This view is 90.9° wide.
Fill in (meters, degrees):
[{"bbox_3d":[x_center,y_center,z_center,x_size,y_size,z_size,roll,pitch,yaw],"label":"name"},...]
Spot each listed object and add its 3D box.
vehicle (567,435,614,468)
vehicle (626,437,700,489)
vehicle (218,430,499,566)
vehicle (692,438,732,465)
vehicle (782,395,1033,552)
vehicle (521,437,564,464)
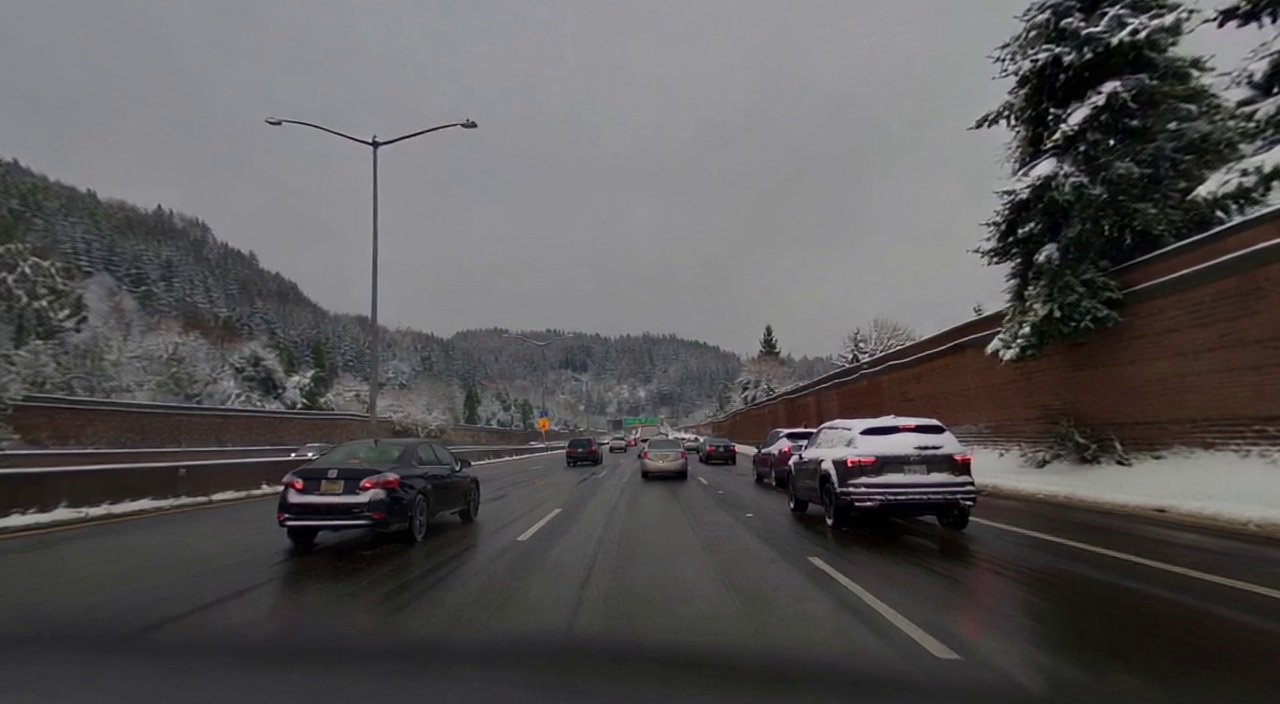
[{"bbox_3d":[-2.826,5.773,36.944,2.154,1.793,4.736,0,-8,3],"label":"vehicle"},{"bbox_3d":[0.659,3.438,19.892,2.105,1.471,3.978,0,-8,0],"label":"vehicle"},{"bbox_3d":[-3.554,1.896,9.067,1.961,1.456,4.362,0,-8,1],"label":"vehicle"},{"bbox_3d":[4.132,5.755,36.628,1.855,1.513,3.915,0,-8,0],"label":"vehicle"},{"bbox_3d":[3.648,1.746,9.668,1.930,1.831,4.344,0,-8,0],"label":"vehicle"},{"bbox_3d":[-6.784,6.930,44.436,2.055,1.751,4.825,0,-8,2],"label":"vehicle"}]
